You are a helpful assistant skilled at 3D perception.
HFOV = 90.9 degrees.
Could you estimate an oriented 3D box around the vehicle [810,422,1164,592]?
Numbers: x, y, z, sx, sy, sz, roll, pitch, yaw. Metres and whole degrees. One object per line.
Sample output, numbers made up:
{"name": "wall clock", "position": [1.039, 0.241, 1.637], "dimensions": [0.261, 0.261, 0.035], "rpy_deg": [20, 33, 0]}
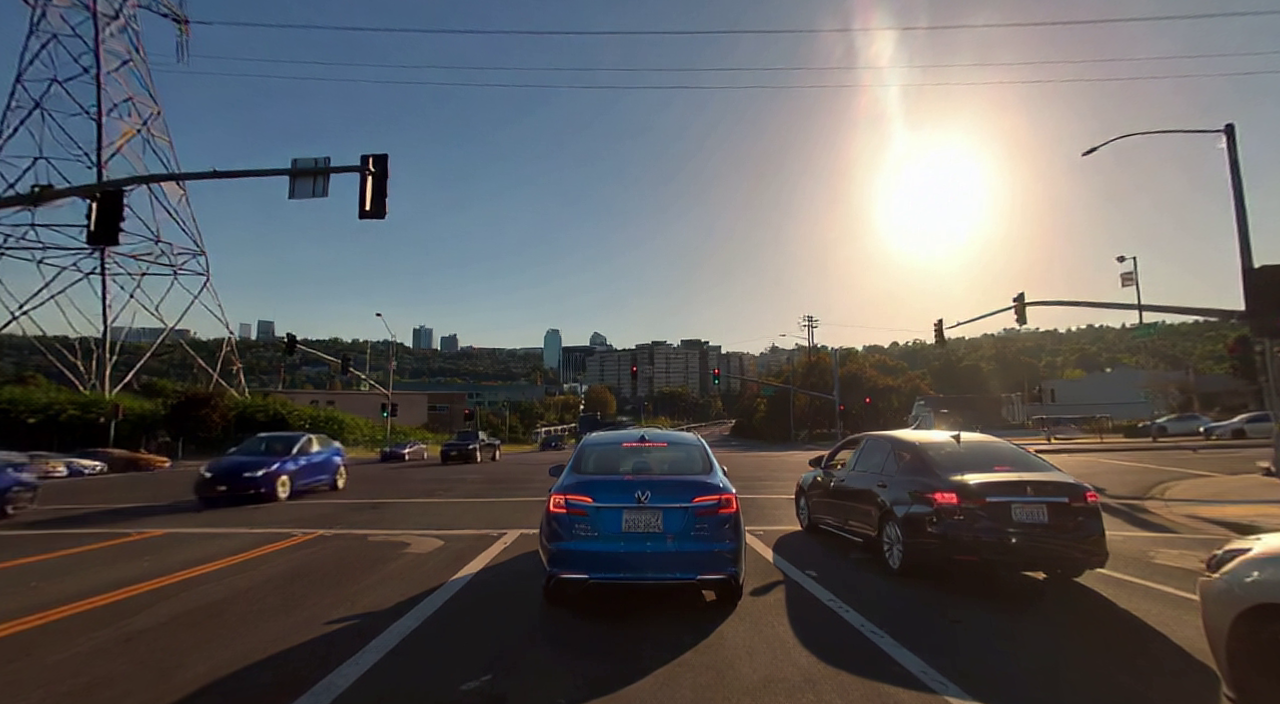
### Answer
{"name": "vehicle", "position": [3.642, 1.678, 7.712], "dimensions": [1.835, 1.473, 4.190], "rpy_deg": [0, -8, -2]}

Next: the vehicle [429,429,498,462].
{"name": "vehicle", "position": [-9.792, 5.270, 35.472], "dimensions": [2.239, 1.719, 4.948], "rpy_deg": [-1, -8, 3]}

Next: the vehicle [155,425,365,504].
{"name": "vehicle", "position": [-10.142, 3.045, 17.619], "dimensions": [2.161, 1.818, 5.672], "rpy_deg": [-1, -8, 2]}

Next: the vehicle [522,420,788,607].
{"name": "vehicle", "position": [0.102, 1.592, 7.117], "dimensions": [2.117, 1.474, 4.036], "rpy_deg": [0, -8, 0]}

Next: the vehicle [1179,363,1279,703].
{"name": "vehicle", "position": [3.402, 0.584, 0.616], "dimensions": [1.926, 1.614, 4.330], "rpy_deg": [0, -8, 1]}

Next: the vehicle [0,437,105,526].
{"name": "vehicle", "position": [-13.625, 2.560, 12.434], "dimensions": [1.939, 1.727, 4.695], "rpy_deg": [0, -8, 0]}

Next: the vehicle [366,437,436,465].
{"name": "vehicle", "position": [-13.528, 5.632, 36.006], "dimensions": [1.982, 1.469, 4.583], "rpy_deg": [-1, -8, 3]}
